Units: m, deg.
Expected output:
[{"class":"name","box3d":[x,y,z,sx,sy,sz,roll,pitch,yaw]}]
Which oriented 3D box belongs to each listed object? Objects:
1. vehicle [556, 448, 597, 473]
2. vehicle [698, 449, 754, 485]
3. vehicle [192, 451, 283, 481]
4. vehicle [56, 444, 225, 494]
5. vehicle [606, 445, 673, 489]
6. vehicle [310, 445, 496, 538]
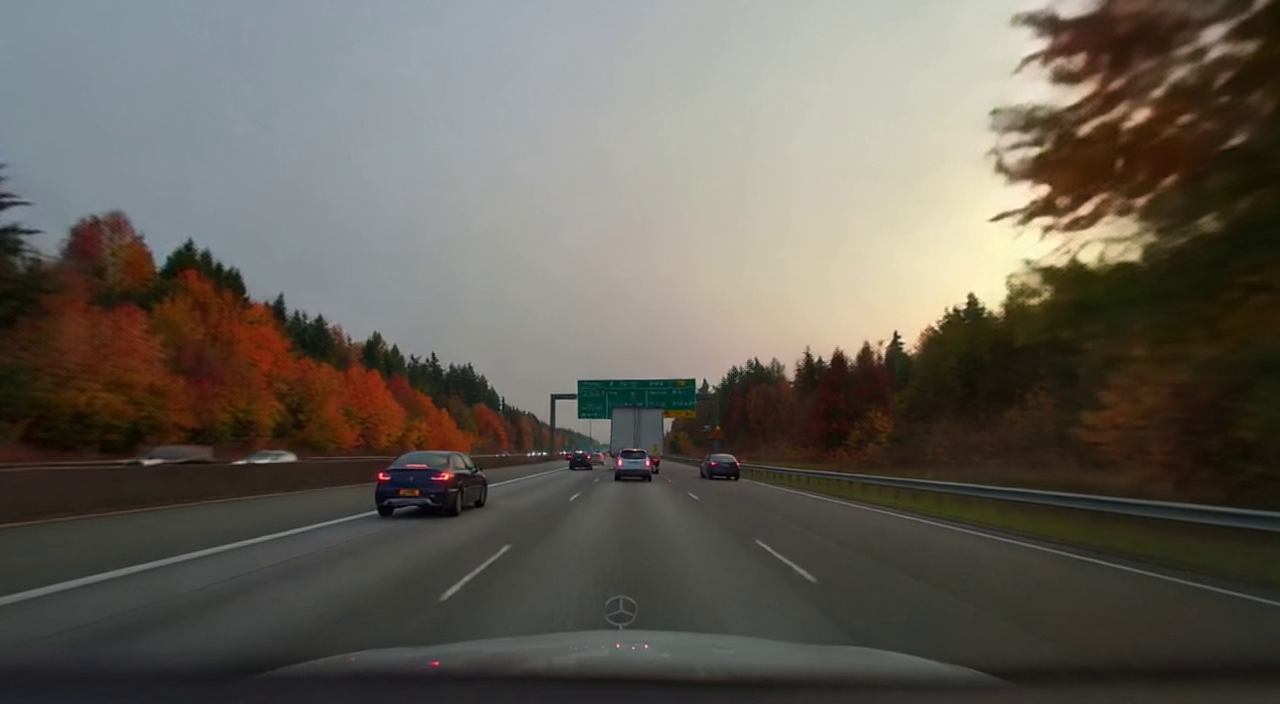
[{"class":"vehicle","box3d":[-4.619,7.972,46.211,2.545,1.679,4.267,0,-9,0]},{"class":"vehicle","box3d":[4.102,5.535,30.524,2.035,1.571,4.413,0,-9,-1]},{"class":"vehicle","box3d":[-22.418,6.339,35.144,2.012,1.564,4.573,0,-9,0]},{"class":"vehicle","box3d":[-18.342,4.296,23.445,2.186,1.631,4.951,0,-9,1]},{"class":"vehicle","box3d":[-0.041,4.891,26.956,2.634,1.679,4.070,0,-9,-1]},{"class":"vehicle","box3d":[-4.306,2.575,12.214,2.017,1.469,4.113,0,-9,0]}]
